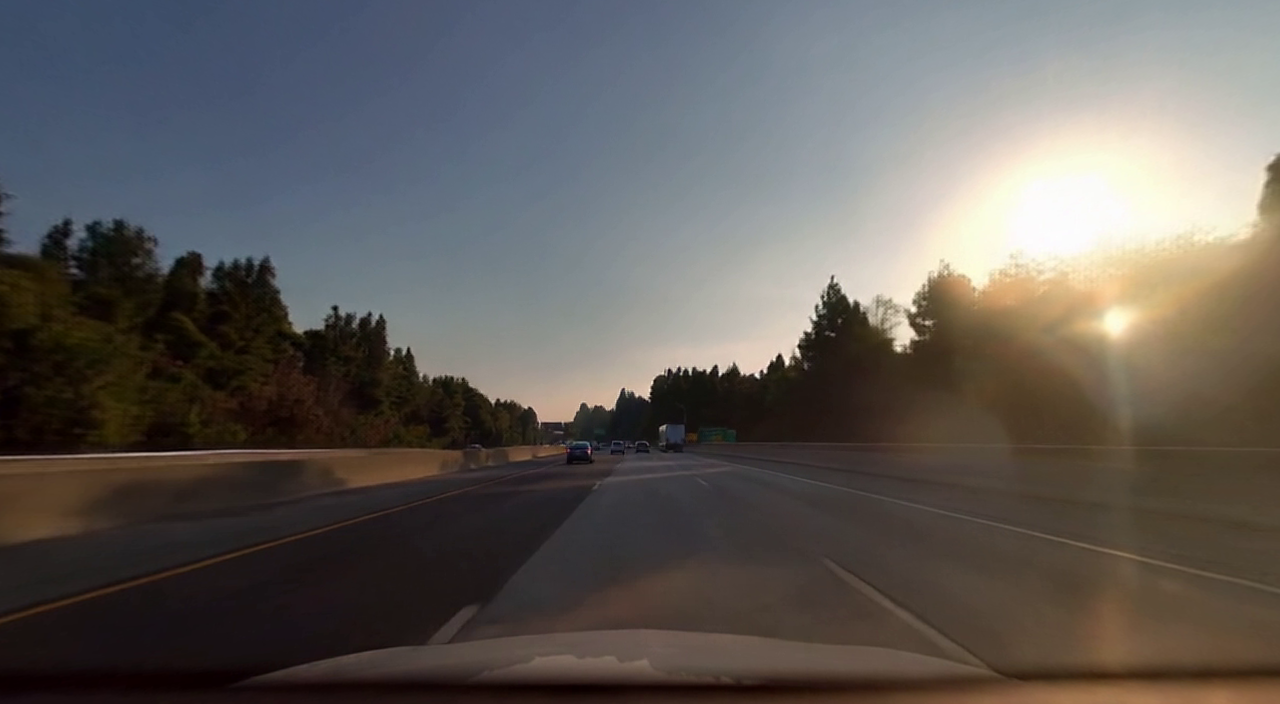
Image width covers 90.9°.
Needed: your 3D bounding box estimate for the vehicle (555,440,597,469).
[{"bbox_3d":[-3.665,5.976,36.882,2.025,1.571,3.662,0,-9,1],"label":"vehicle"}]
